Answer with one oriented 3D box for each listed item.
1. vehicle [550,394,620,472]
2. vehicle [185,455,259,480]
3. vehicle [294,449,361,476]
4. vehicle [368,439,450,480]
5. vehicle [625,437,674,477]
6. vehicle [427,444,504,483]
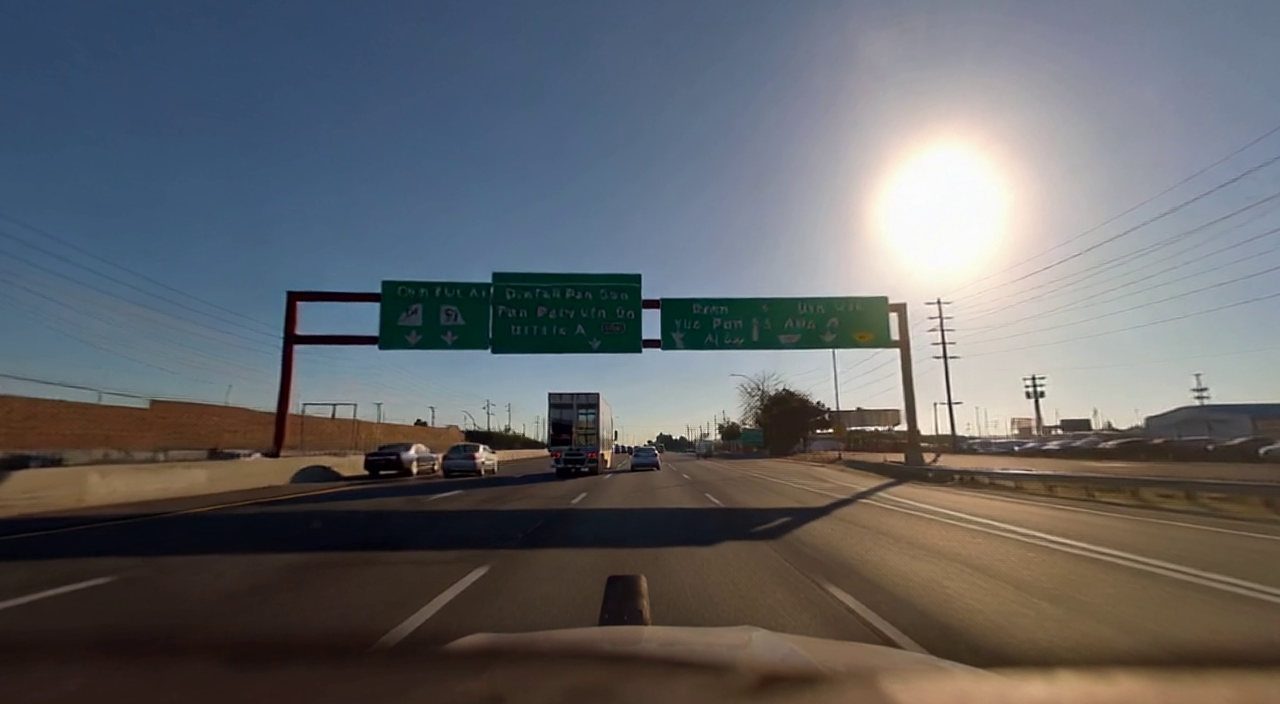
[{"bbox_3d":[-3.307,5.736,43.432,2.888,4.308,16.259,0,-8,2],"label":"vehicle"},{"bbox_3d":[-26.472,7.298,40.142,1.765,1.427,4.213,0,-8,1],"label":"vehicle"},{"bbox_3d":[-19.539,6.907,39.630,1.958,1.504,4.309,0,-8,1],"label":"vehicle"},{"bbox_3d":[-10.320,4.817,28.542,1.997,1.692,4.294,0,-8,1],"label":"vehicle"},{"bbox_3d":[0.464,5.250,31.761,2.279,1.837,4.747,0,-8,0],"label":"vehicle"},{"bbox_3d":[-7.193,4.606,26.485,1.945,1.482,4.109,0,-8,2],"label":"vehicle"}]
